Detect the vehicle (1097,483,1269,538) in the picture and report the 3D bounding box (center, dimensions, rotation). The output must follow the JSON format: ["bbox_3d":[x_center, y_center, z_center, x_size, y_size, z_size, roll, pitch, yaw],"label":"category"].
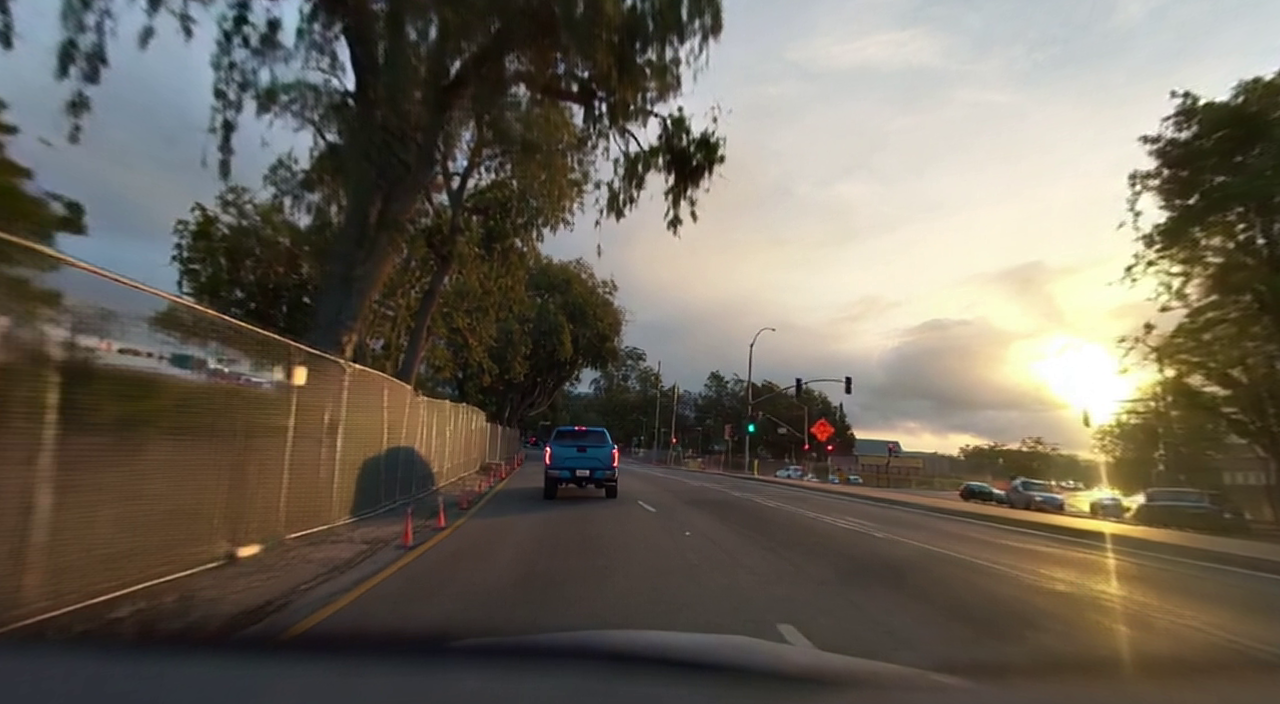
[{"bbox_3d":[19.554,5.710,23.054,1.884,1.622,4.485,3,-10,-9],"label":"vehicle"}]

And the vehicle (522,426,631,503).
[{"bbox_3d":[-1.617,2.921,16.877,2.436,1.698,5.322,0,-8,-4],"label":"vehicle"}]

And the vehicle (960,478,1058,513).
[{"bbox_3d":[18.460,7.170,31.804,1.808,1.467,4.360,3,-10,-10],"label":"vehicle"}]
